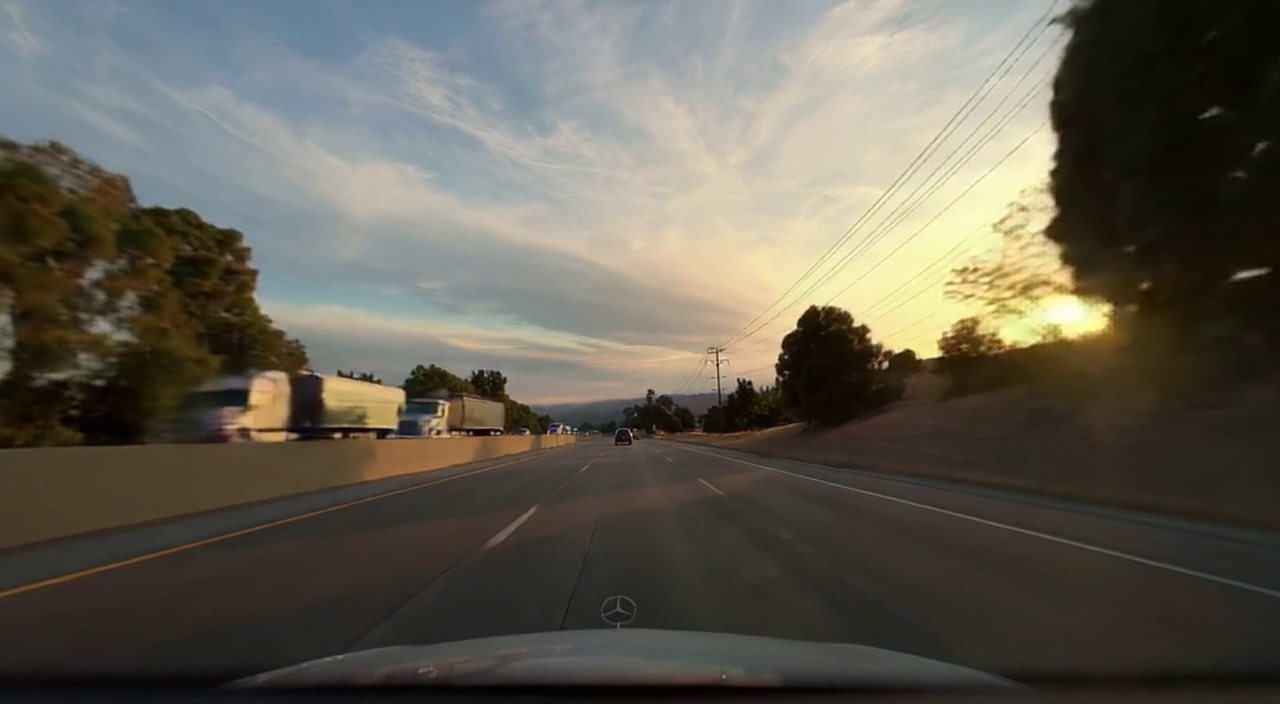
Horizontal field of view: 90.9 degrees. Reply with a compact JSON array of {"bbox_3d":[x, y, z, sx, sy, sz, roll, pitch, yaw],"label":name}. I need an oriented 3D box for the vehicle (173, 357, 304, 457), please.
[{"bbox_3d":[-16.940,2.406,26.908,3.035,3.958,3.564,0,-8,-1],"label":"vehicle"}]

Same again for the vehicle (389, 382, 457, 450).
[{"bbox_3d":[-12.974,3.893,37.907,2.997,3.954,2.796,0,-8,-1],"label":"vehicle"}]

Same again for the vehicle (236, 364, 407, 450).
[{"bbox_3d":[-17.114,3.408,35.731,2.755,3.934,13.872,0,-8,-1],"label":"vehicle"}]
